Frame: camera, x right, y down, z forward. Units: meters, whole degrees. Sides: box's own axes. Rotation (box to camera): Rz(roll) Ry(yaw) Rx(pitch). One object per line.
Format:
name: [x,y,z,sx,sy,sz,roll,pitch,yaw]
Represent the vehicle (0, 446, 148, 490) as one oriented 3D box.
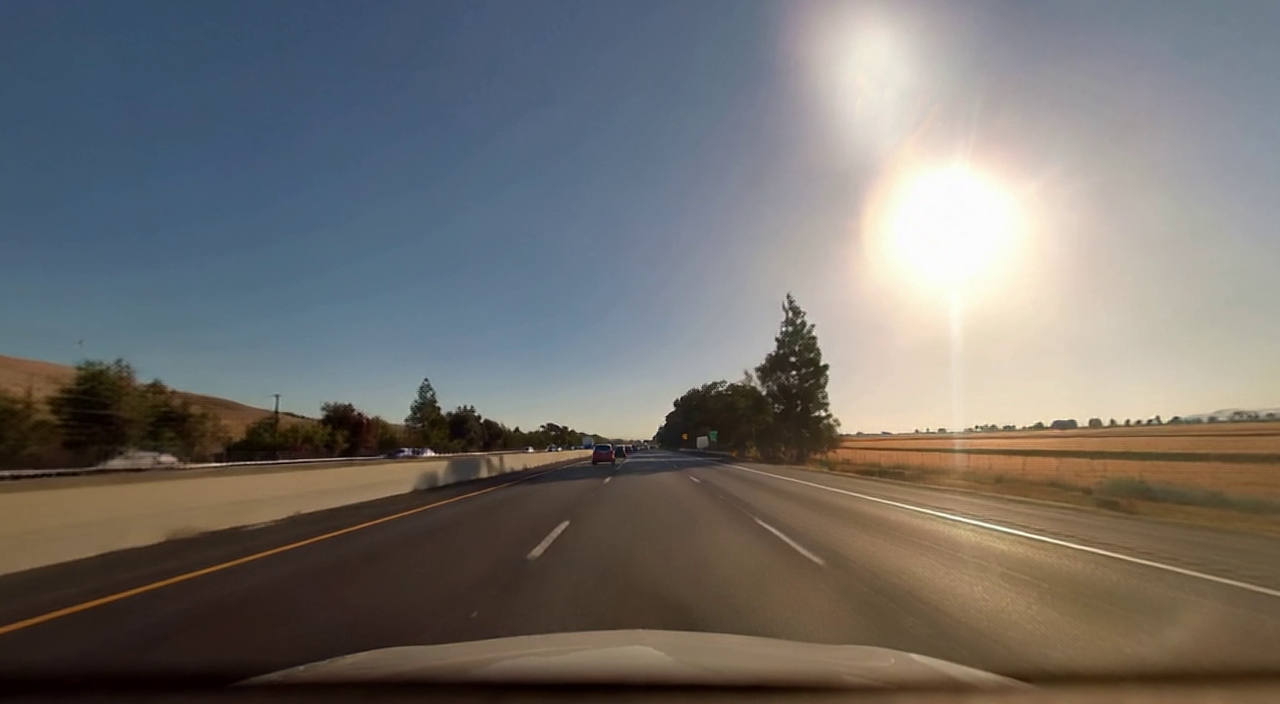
vehicle: [-24.042,4.883,26.942,1.975,1.714,4.818,0,-9,1]
